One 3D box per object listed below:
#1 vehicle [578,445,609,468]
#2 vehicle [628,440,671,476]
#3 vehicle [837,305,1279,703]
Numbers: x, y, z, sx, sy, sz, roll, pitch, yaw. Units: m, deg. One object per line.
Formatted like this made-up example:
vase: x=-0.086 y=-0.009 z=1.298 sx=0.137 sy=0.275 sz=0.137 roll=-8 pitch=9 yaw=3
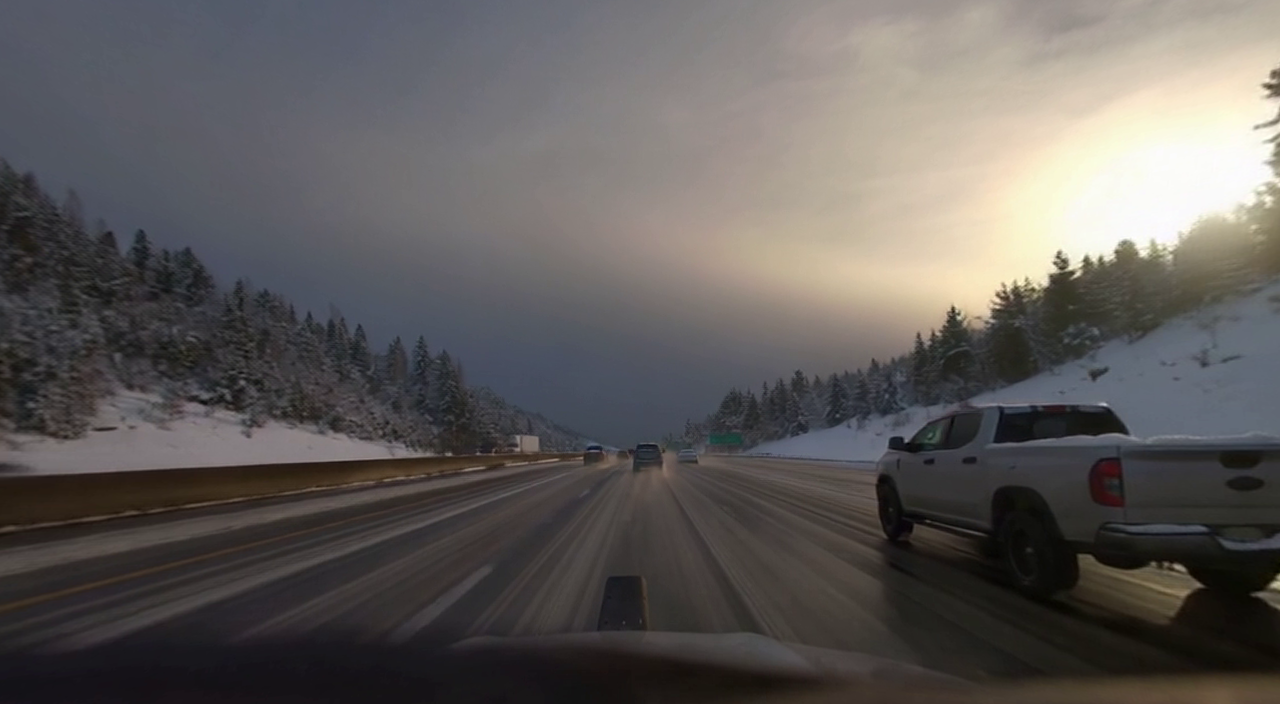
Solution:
vehicle: x=-3.599 y=8.214 z=49.853 sx=2.076 sy=1.690 sz=4.113 roll=0 pitch=-9 yaw=1
vehicle: x=0.438 y=5.369 z=32.239 sx=2.086 sy=1.685 sz=4.206 roll=0 pitch=-8 yaw=0
vehicle: x=4.124 y=1.189 z=5.732 sx=2.700 sy=1.980 sz=5.866 roll=0 pitch=-9 yaw=-1
